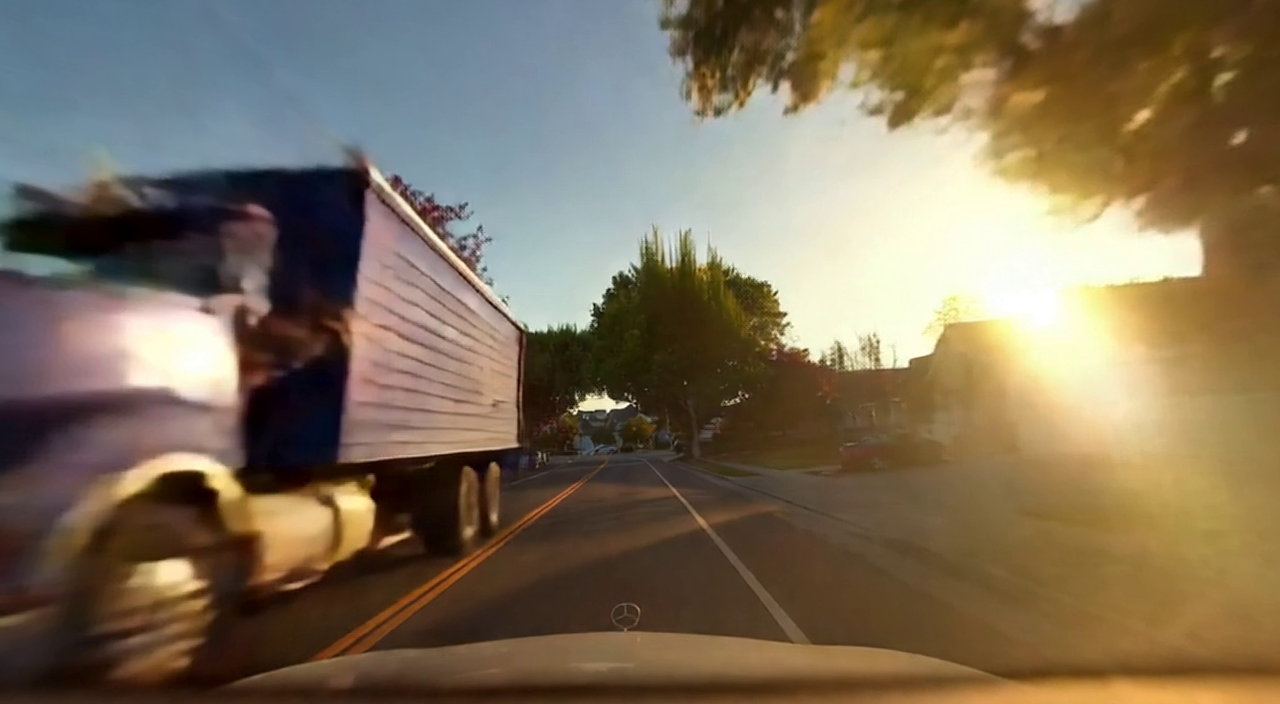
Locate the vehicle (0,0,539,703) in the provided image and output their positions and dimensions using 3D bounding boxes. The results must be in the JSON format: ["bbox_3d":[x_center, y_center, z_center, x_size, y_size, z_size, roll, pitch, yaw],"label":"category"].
[{"bbox_3d":[-3.705,0.613,8.154,3.133,4.112,10.695,0,-8,-1],"label":"vehicle"}]
